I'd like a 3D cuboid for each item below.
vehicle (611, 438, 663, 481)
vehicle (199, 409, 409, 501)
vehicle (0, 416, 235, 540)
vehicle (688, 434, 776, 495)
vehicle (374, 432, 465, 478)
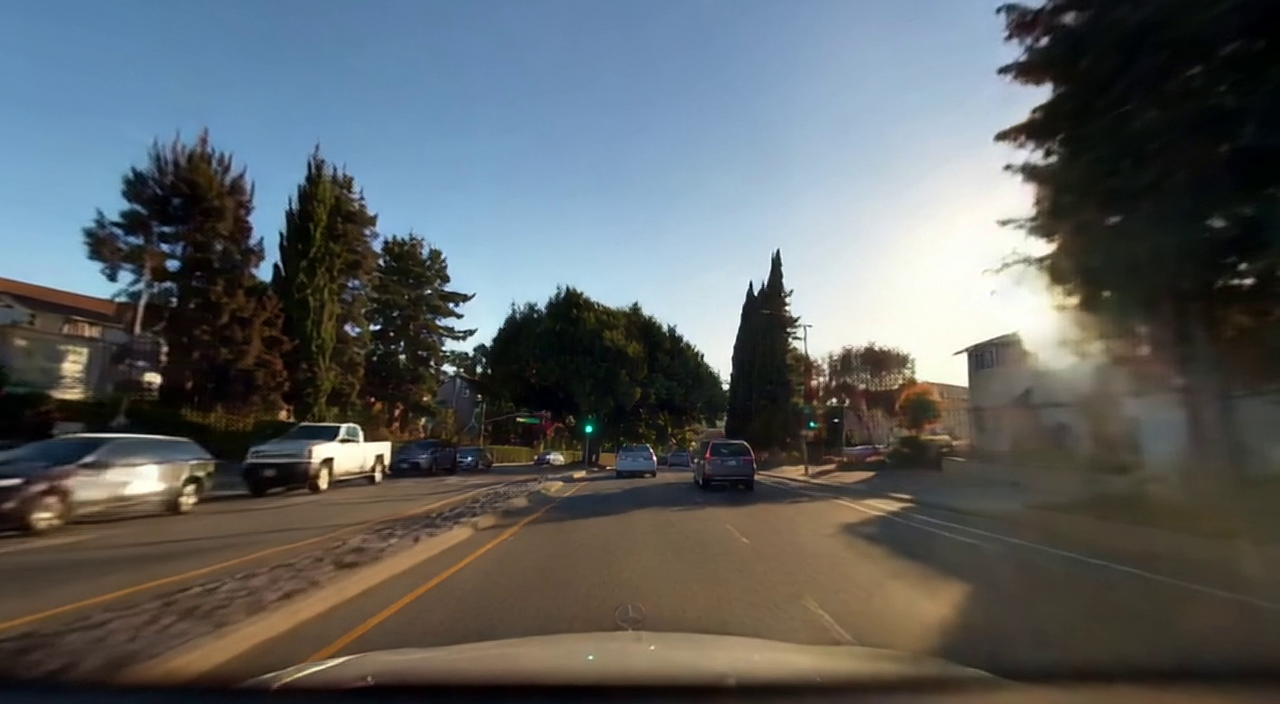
[{"bbox_3d":[-0.156,4.876,28.857,2.185,1.822,4.391,0,-9,-1],"label":"vehicle"},{"bbox_3d":[-9.094,2.913,18.188,2.037,2.113,7.185,0,-9,1],"label":"vehicle"},{"bbox_3d":[-9.339,2.041,10.761,1.988,1.663,4.316,0,-9,-1],"label":"vehicle"},{"bbox_3d":[2.914,3.673,20.970,2.166,1.799,4.372,0,-9,-1],"label":"vehicle"},{"bbox_3d":[-9.155,4.343,26.753,1.893,1.735,5.318,0,-9,0],"label":"vehicle"}]
